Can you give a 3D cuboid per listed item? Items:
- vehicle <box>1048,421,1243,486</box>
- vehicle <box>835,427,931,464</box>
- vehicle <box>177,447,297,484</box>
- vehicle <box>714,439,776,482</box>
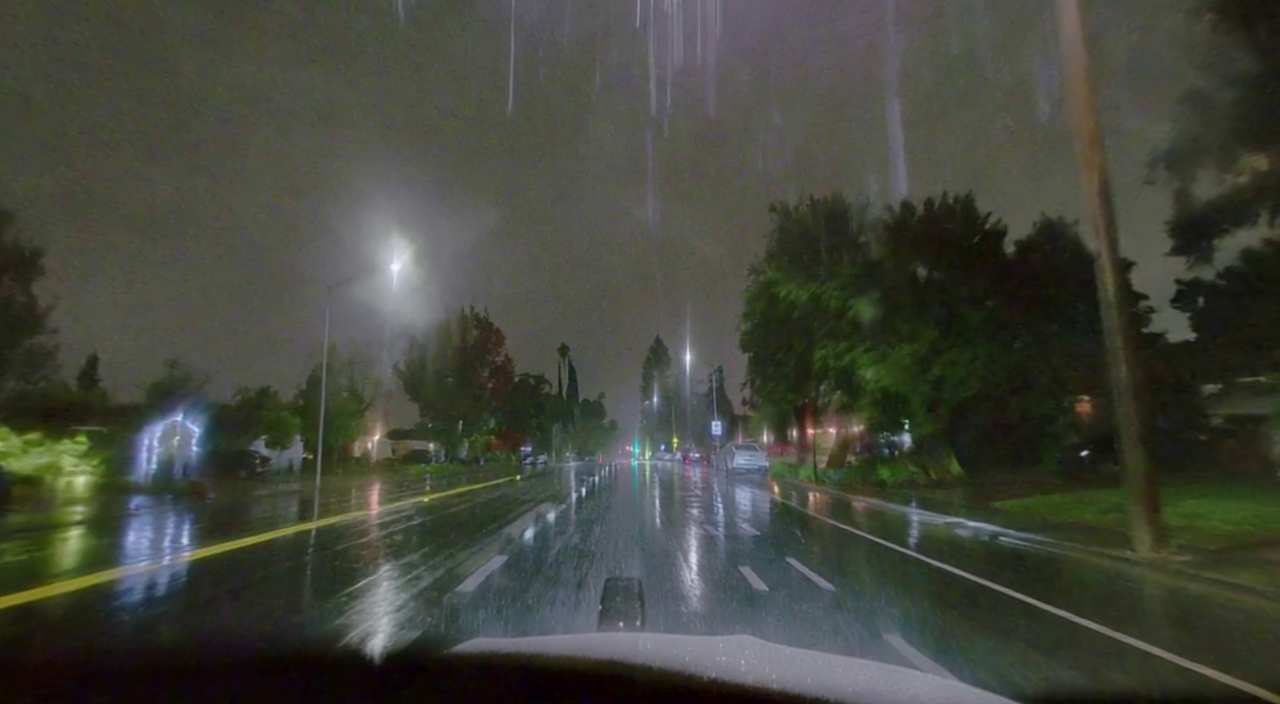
[{"bbox_3d":[15.211,3.091,19.255,4.108,1.734,1.898,-2,-9,5],"label":"vehicle"},{"bbox_3d":[15.601,6.052,40.823,5.096,1.931,2.288,-4,-9,2],"label":"vehicle"},{"bbox_3d":[-20.574,5.793,32.392,4.818,1.625,2.012,1,-8,5],"label":"vehicle"},{"bbox_3d":[4.911,5.157,30.216,2.082,1.763,4.718,3,-9,0],"label":"vehicle"}]
